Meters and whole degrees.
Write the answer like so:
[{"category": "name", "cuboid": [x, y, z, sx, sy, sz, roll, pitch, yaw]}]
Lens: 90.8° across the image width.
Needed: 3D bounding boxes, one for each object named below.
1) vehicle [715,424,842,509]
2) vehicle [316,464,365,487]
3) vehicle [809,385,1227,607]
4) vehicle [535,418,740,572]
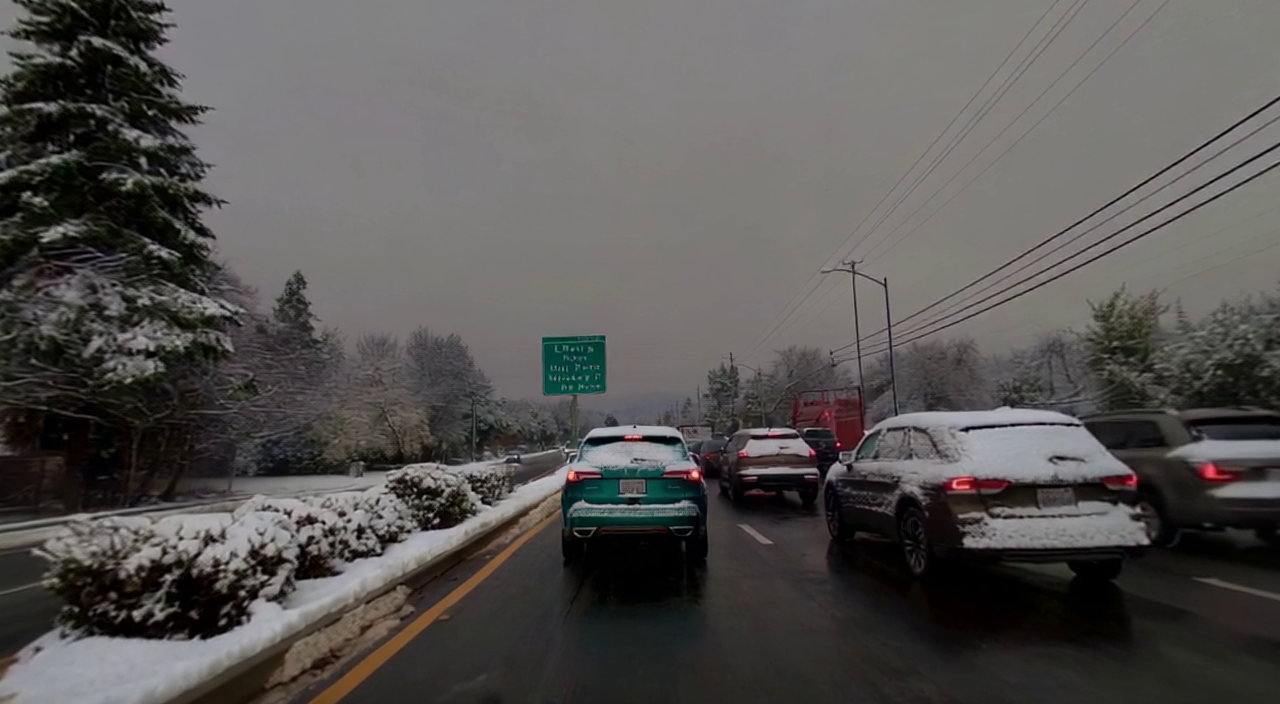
[{"category": "vehicle", "cuboid": [3.268, 2.815, 16.008, 2.097, 1.818, 4.625, 0, -8, -1]}, {"category": "vehicle", "cuboid": [-22.906, 9.463, 48.482, 1.847, 1.554, 3.926, 0, -8, -1]}, {"category": "vehicle", "cuboid": [3.514, 1.426, 7.100, 2.001, 1.707, 4.250, 0, -8, -1]}, {"category": "vehicle", "cuboid": [-0.058, 1.848, 8.986, 2.199, 1.641, 4.232, 0, -8, -1]}]
